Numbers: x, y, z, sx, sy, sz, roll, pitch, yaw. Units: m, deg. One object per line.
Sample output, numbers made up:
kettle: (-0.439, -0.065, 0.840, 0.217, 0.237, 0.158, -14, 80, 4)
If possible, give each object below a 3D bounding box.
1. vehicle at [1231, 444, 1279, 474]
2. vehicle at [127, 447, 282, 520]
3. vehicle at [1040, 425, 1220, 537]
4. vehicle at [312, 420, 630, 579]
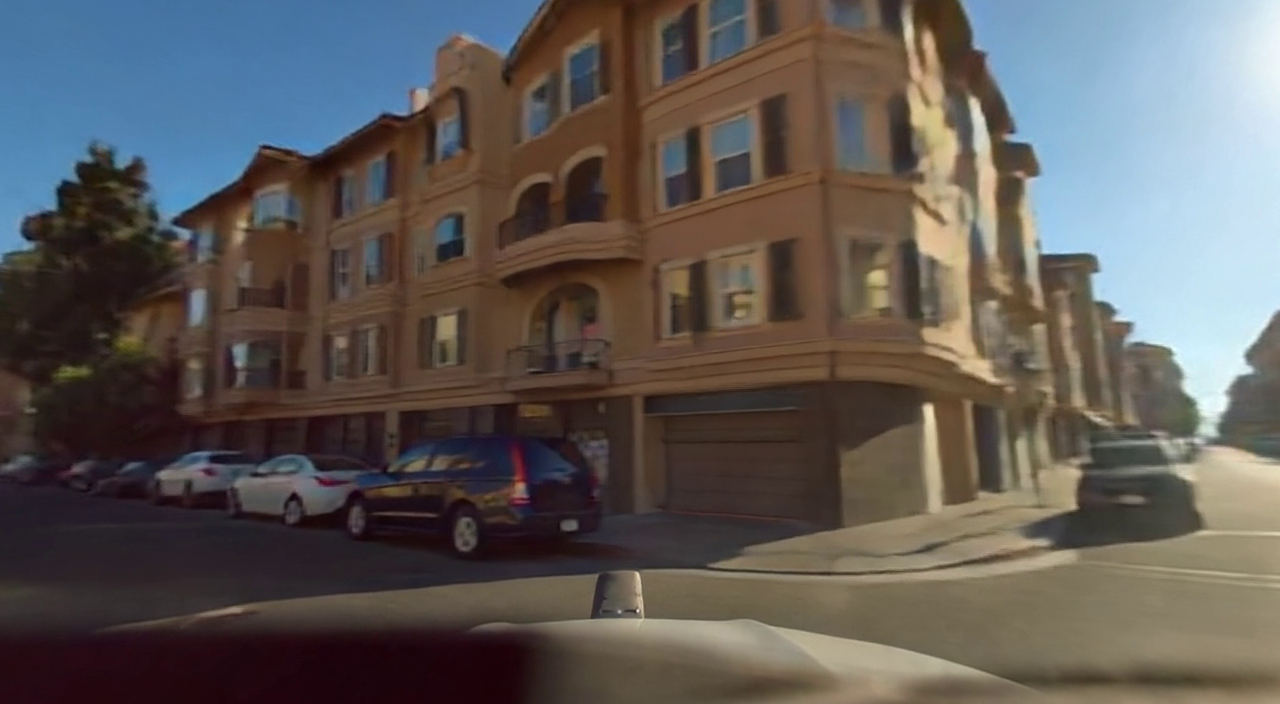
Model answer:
vehicle: (37.108, 6.346, 37.607, 2.341, 1.675, 4.360, -8, -11, 40)
vehicle: (-11.482, 3.327, 16.503, 4.543, 1.595, 1.968, -7, -10, 38)
vehicle: (7.948, 1.979, 10.291, 1.882, 1.459, 3.518, -7, -10, 38)
vehicle: (-2.560, 1.875, 8.899, 4.679, 1.631, 2.025, -8, -11, 40)
